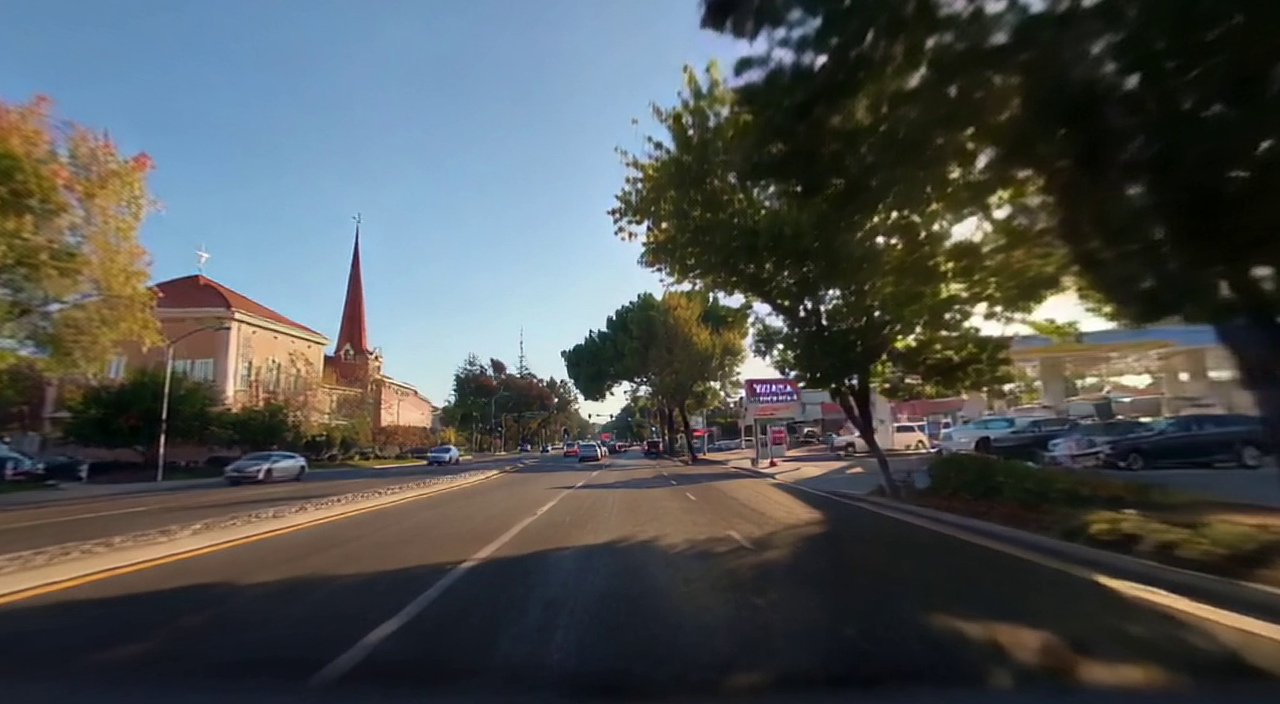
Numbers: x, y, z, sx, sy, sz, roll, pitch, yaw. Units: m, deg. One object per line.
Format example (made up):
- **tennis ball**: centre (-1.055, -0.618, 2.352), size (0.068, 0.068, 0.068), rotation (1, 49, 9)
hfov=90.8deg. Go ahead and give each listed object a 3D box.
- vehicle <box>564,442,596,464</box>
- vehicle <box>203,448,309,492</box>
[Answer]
- **vehicle**: centre (-4.597, 7.775, 48.762), size (2.040, 1.661, 4.573), rotation (0, -8, 0)
- **vehicle**: centre (-18.276, 5.605, 30.436), size (2.129, 1.797, 4.866), rotation (-4, -8, 0)
